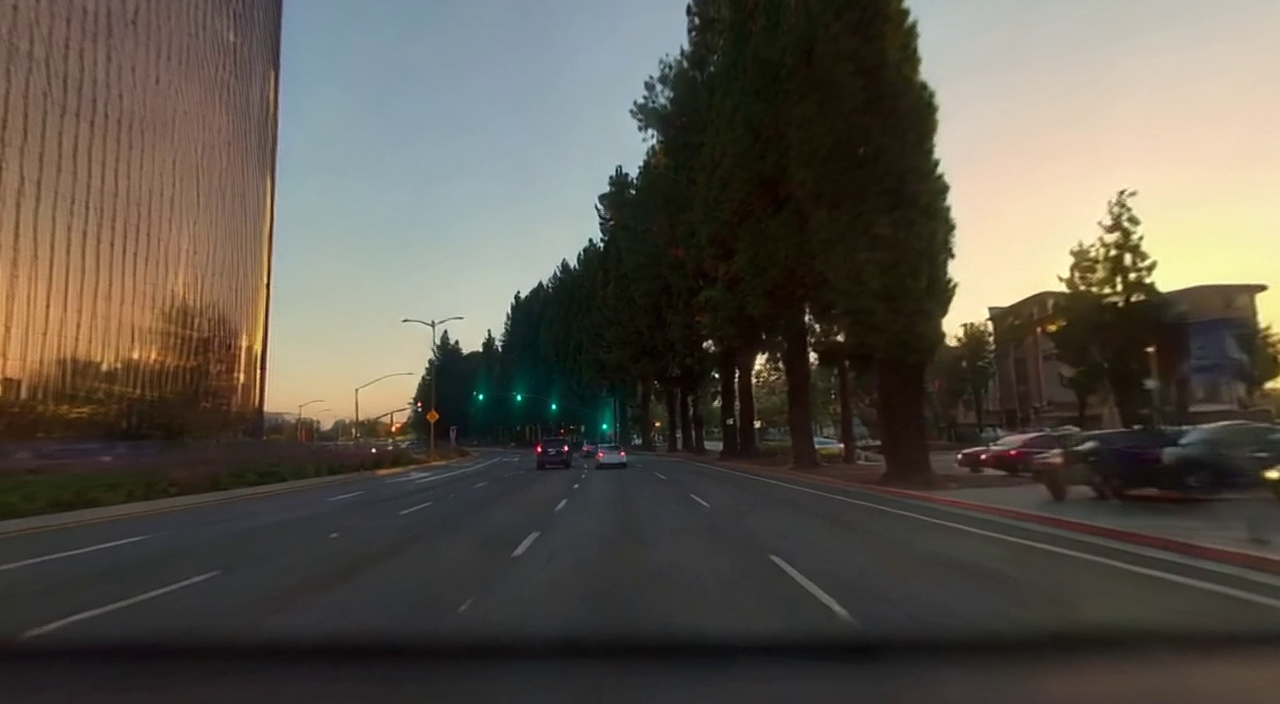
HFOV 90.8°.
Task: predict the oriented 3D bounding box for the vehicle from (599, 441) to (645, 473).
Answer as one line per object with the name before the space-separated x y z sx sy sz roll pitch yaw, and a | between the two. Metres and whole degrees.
vehicle | -0.904 4.942 30.022 2.050 1.385 4.096 0 -8 -3

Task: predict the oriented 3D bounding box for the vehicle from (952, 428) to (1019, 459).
vehicle | 20.424 5.399 37.592 1.841 1.555 4.431 -4 -6 6

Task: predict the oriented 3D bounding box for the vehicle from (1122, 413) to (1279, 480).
vehicle | 13.890 2.137 14.352 4.373 1.437 1.630 -1 -8 3

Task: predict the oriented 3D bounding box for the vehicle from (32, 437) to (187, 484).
vehicle | -22.179 4.536 26.826 1.882 1.745 5.627 0 -8 -3

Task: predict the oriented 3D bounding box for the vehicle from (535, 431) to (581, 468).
vehicle | -4.272 5.142 33.541 2.001 1.784 4.483 0 -8 -2

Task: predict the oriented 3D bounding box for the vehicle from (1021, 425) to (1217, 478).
vehicle | 14.133 2.953 18.789 4.646 1.438 1.566 1 -8 -4
